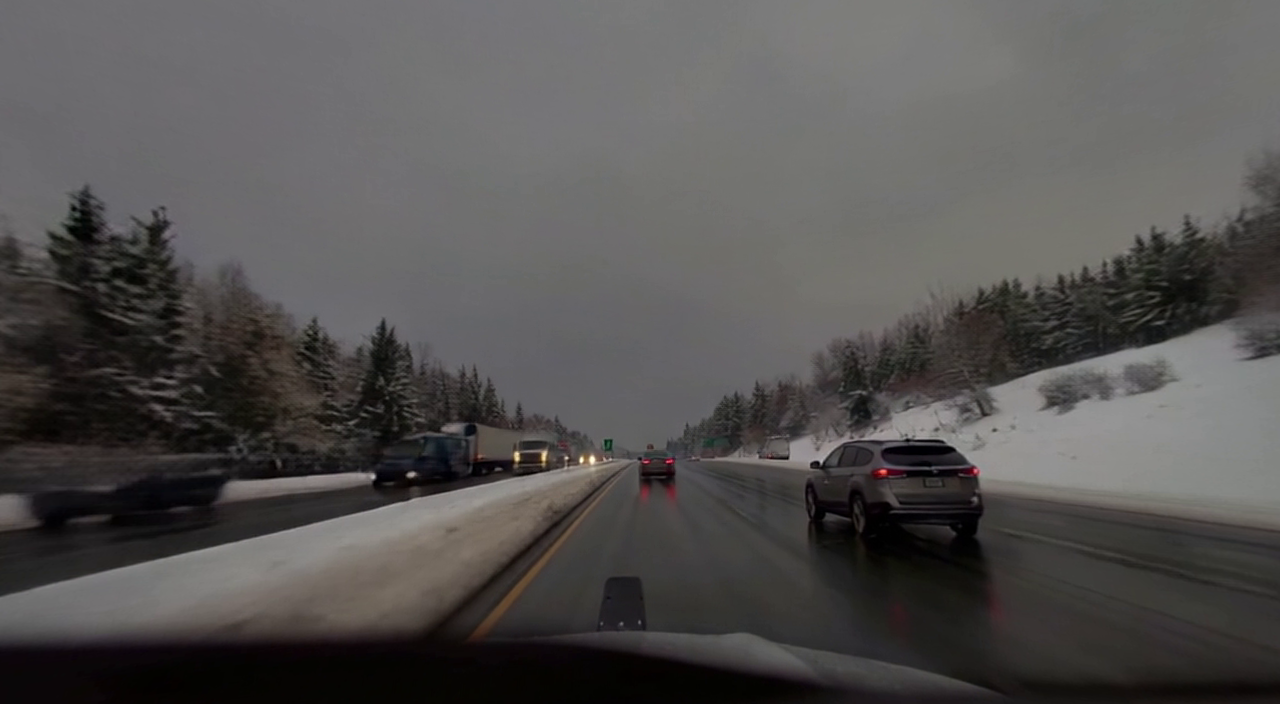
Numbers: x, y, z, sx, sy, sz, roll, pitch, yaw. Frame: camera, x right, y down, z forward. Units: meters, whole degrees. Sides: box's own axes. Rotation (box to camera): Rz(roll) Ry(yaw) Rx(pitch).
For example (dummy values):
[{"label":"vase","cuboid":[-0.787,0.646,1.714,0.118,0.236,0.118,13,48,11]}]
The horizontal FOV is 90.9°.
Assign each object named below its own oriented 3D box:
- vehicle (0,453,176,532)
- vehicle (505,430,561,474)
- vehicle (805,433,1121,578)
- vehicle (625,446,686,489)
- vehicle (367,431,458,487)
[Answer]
[{"label":"vehicle","cuboid":[-14.394,3.416,15.872,2.095,1.670,4.187,0,-9,2]},{"label":"vehicle","cuboid":[-7.756,7.378,46.706,2.687,2.948,7.422,0,-9,1]},{"label":"vehicle","cuboid":[3.906,1.925,8.707,2.029,1.475,4.279,0,-9,-1]},{"label":"vehicle","cuboid":[0.569,4.436,24.555,2.177,1.520,4.278,0,-9,1]},{"label":"vehicle","cuboid":[-11.937,5.688,33.682,2.479,2.706,5.906,0,-9,2]}]
